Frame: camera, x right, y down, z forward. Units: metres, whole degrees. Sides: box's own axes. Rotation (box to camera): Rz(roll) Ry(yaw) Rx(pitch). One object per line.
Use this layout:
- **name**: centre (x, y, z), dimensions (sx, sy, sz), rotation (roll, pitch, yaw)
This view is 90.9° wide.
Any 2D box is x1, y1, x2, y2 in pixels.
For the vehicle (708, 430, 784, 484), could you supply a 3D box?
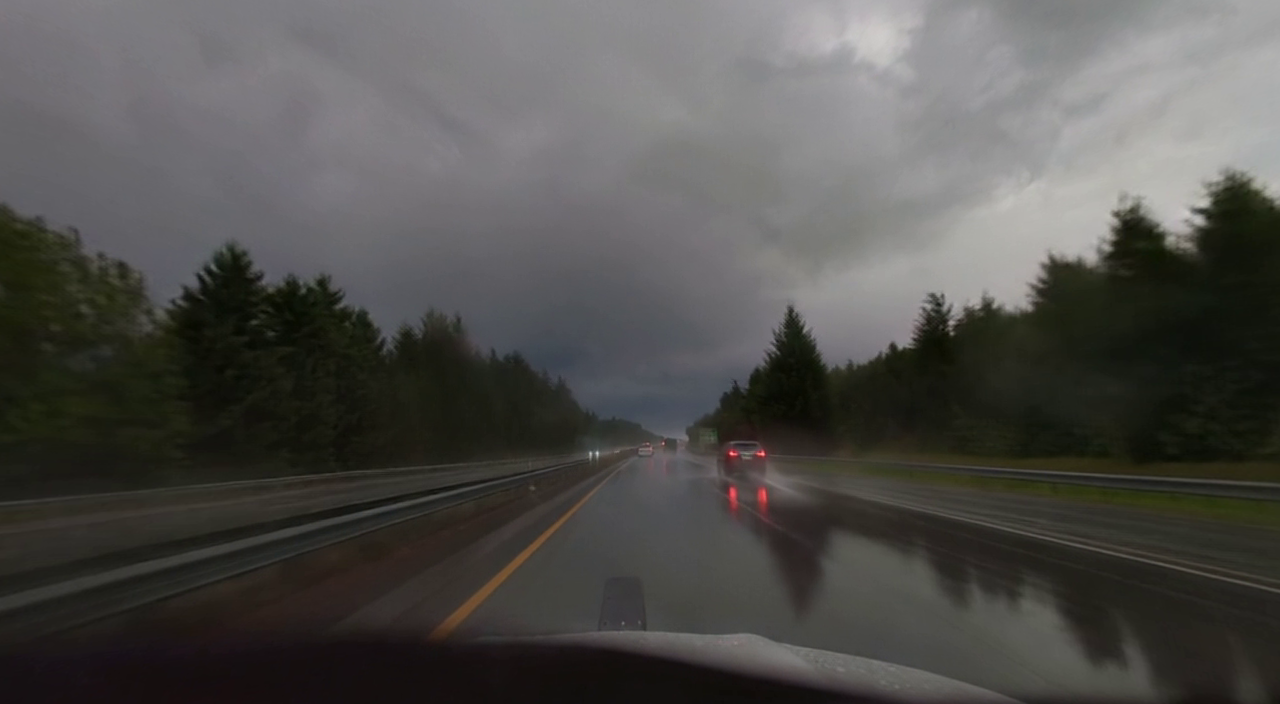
- **vehicle**: centre (4.271, 4.349, 26.242), dimensions (2.189, 2.007, 4.872), rotation (0, -9, -2)
